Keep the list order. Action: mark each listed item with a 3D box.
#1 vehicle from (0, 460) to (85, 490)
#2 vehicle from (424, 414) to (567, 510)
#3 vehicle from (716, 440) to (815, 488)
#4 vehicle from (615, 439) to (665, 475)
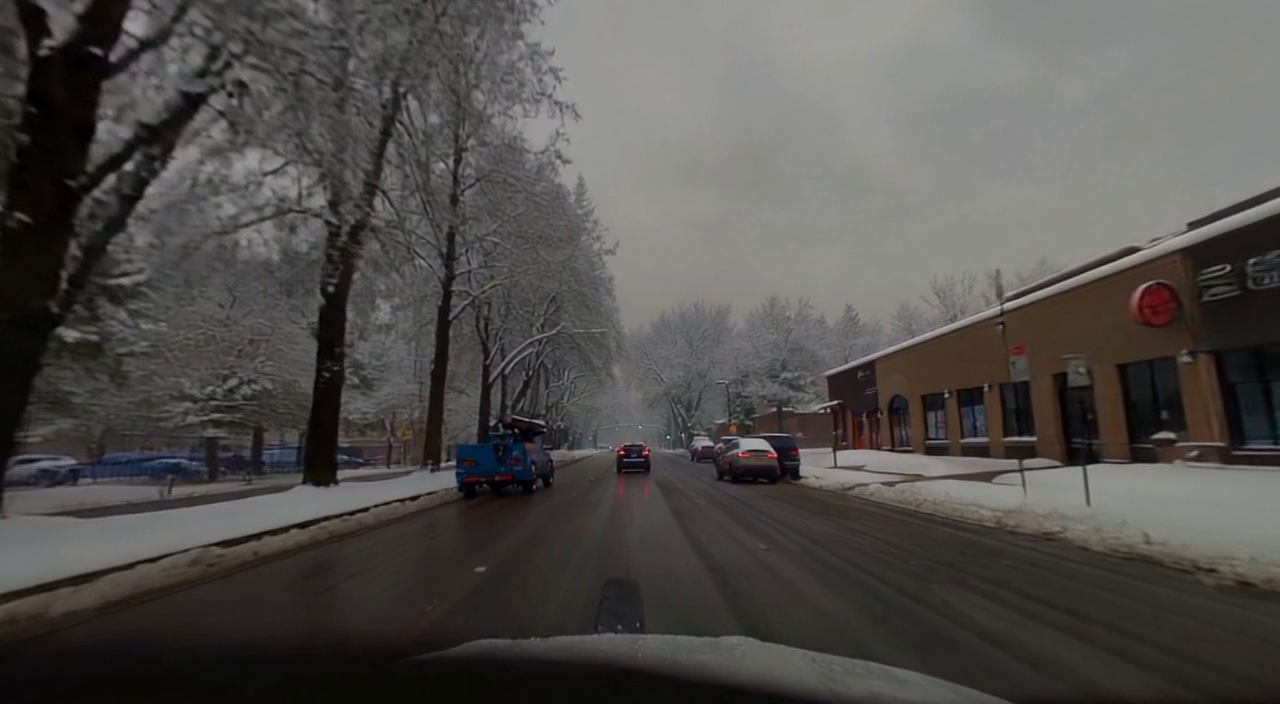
[{"bbox_3d":[-34.801,6.980,36.091,1.876,1.470,4.711,0,-9,0],"label":"vehicle"},{"bbox_3d":[-3.467,2.814,16.611,2.424,2.063,5.678,0,-9,0],"label":"vehicle"},{"bbox_3d":[4.520,4.100,23.551,2.082,1.601,4.451,1,-9,-10],"label":"vehicle"},{"bbox_3d":[-0.049,5.448,32.994,2.413,1.748,4.406,0,-9,-1],"label":"vehicle"}]
